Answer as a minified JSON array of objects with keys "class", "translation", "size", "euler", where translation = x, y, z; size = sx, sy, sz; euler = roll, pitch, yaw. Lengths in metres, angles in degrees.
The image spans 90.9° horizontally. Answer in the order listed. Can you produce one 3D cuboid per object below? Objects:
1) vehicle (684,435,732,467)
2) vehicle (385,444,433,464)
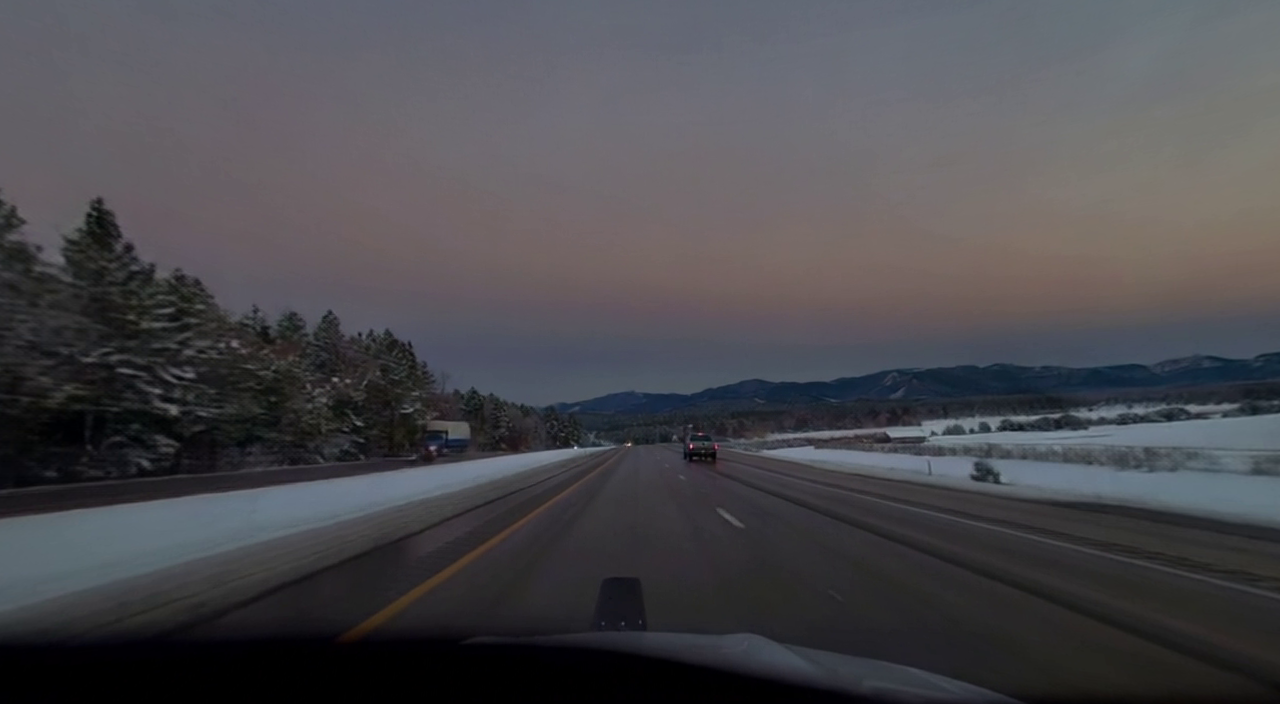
[{"class":"vehicle","translation":[3.637,5.388,34.482],"size":[2.157,1.640,4.056],"euler":[0,-8,1]},{"class":"vehicle","translation":[-17.818,7.844,48.861],"size":[1.878,1.474,4.501],"euler":[0,-8,1]}]
